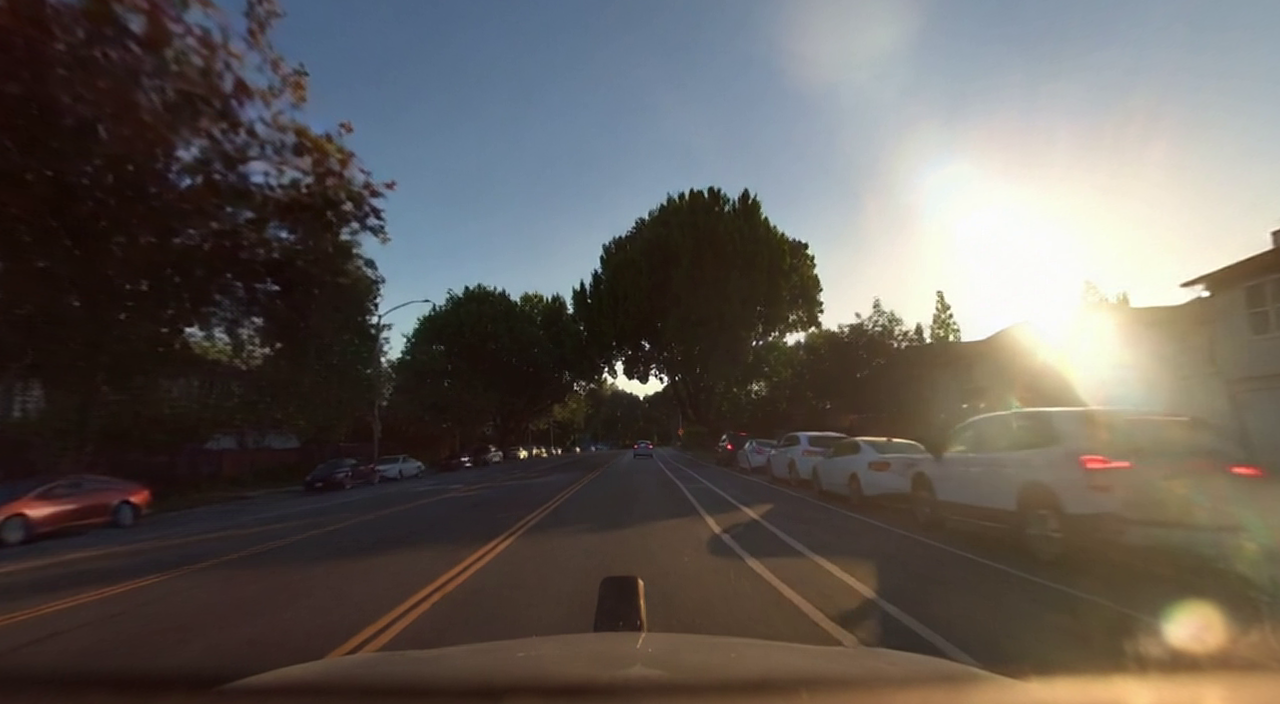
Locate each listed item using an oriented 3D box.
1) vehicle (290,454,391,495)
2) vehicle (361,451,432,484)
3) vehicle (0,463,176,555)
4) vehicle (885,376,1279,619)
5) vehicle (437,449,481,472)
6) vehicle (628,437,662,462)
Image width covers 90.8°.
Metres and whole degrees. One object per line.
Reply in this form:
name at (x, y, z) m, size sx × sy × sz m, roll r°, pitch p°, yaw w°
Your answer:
vehicle at (-12.709, 5.178, 27.175) m, size 1.969 × 1.490 × 4.675 m, roll 0°, pitch -8°, yaw 1°
vehicle at (-12.419, 5.892, 32.563) m, size 1.853 × 1.497 × 4.527 m, roll 0°, pitch -8°, yaw 0°
vehicle at (-12.608, 3.200, 13.332) m, size 1.880 × 1.523 × 4.833 m, roll 0°, pitch -8°, yaw 1°
vehicle at (4.920, 1.442, 7.337) m, size 2.022 × 1.799 × 5.105 m, roll 0°, pitch -8°, yaw -1°
vehicle at (-12.594, 7.583, 44.289) m, size 1.877 × 1.505 × 4.125 m, roll 0°, pitch -8°, yaw 0°
vehicle at (0.275, 6.121, 39.809) m, size 2.022 × 1.471 × 3.973 m, roll 0°, pitch -8°, yaw -1°
